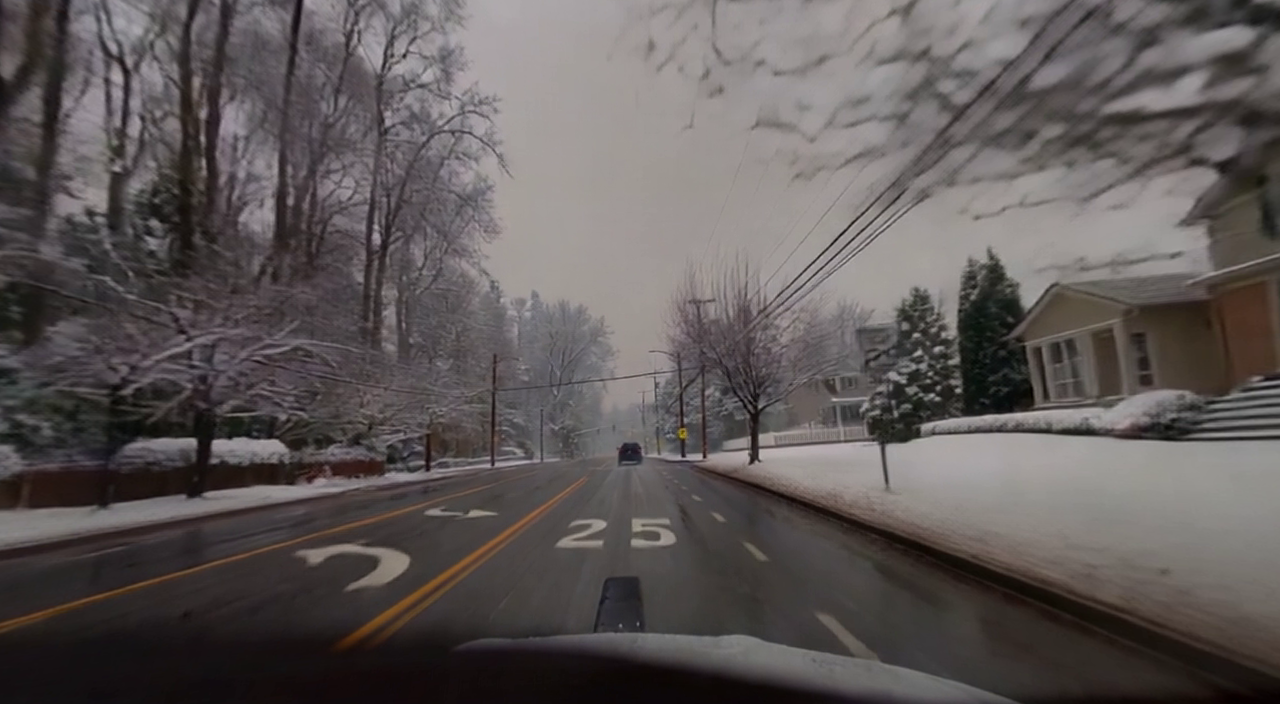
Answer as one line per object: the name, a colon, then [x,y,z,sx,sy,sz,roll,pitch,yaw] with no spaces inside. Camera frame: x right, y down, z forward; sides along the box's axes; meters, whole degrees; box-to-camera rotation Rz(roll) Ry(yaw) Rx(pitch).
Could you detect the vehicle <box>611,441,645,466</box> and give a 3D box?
vehicle: [-0.772,6.574,41.099,2.104,1.500,3.815,0,-8,-1]
